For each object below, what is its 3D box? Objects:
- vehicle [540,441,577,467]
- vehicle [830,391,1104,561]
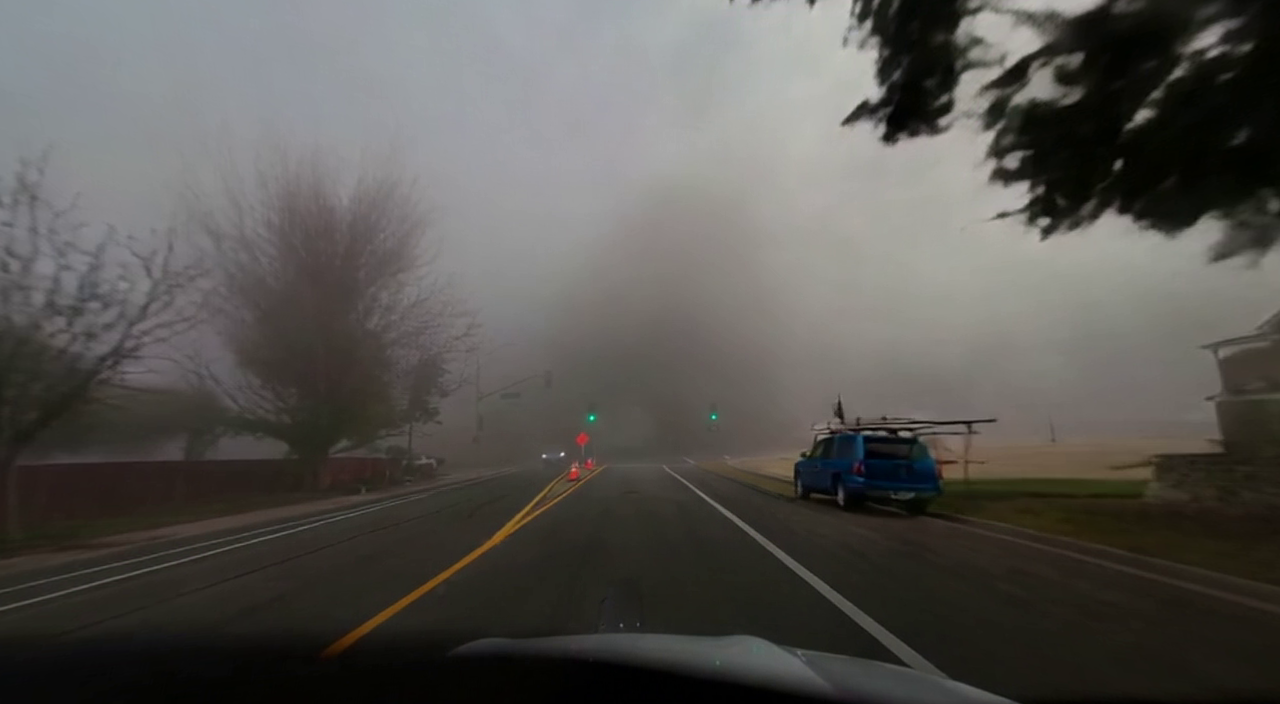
[{"bbox_3d":[-6.250,7.866,48.801,2.240,1.879,4.847,0,-9,-1],"label":"vehicle"},{"bbox_3d":[4.271,1.680,9.016,2.241,1.935,3.270,-1,-9,4],"label":"vehicle"}]
